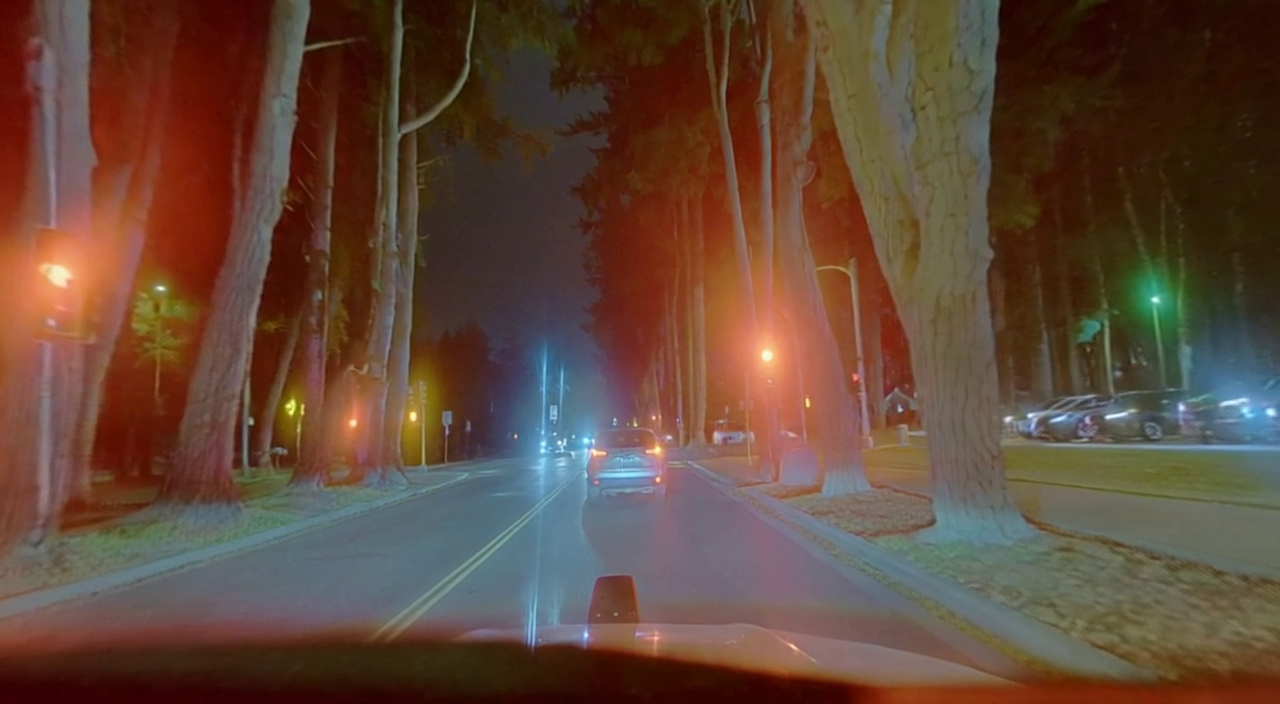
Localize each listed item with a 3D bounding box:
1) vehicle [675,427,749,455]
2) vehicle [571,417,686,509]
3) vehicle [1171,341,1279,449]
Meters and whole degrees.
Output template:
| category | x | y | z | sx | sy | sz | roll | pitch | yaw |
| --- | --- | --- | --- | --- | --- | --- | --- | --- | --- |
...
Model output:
| category | x | y | z | sx | sy | sz | roll | pitch | yaw |
| --- | --- | --- | --- | --- | --- | --- | --- | --- | --- |
| vehicle | 4.502 | 5.556 | 39.185 | 4.401 | 1.651 | 1.966 | -2 | -8 | 11 |
| vehicle | -0.199 | 2.364 | 13.783 | 2.142 | 1.686 | 3.816 | -1 | -8 | 1 |
| vehicle | 13.001 | 0.823 | 11.825 | 3.937 | 1.876 | 2.045 | -3 | -9 | 8 |
